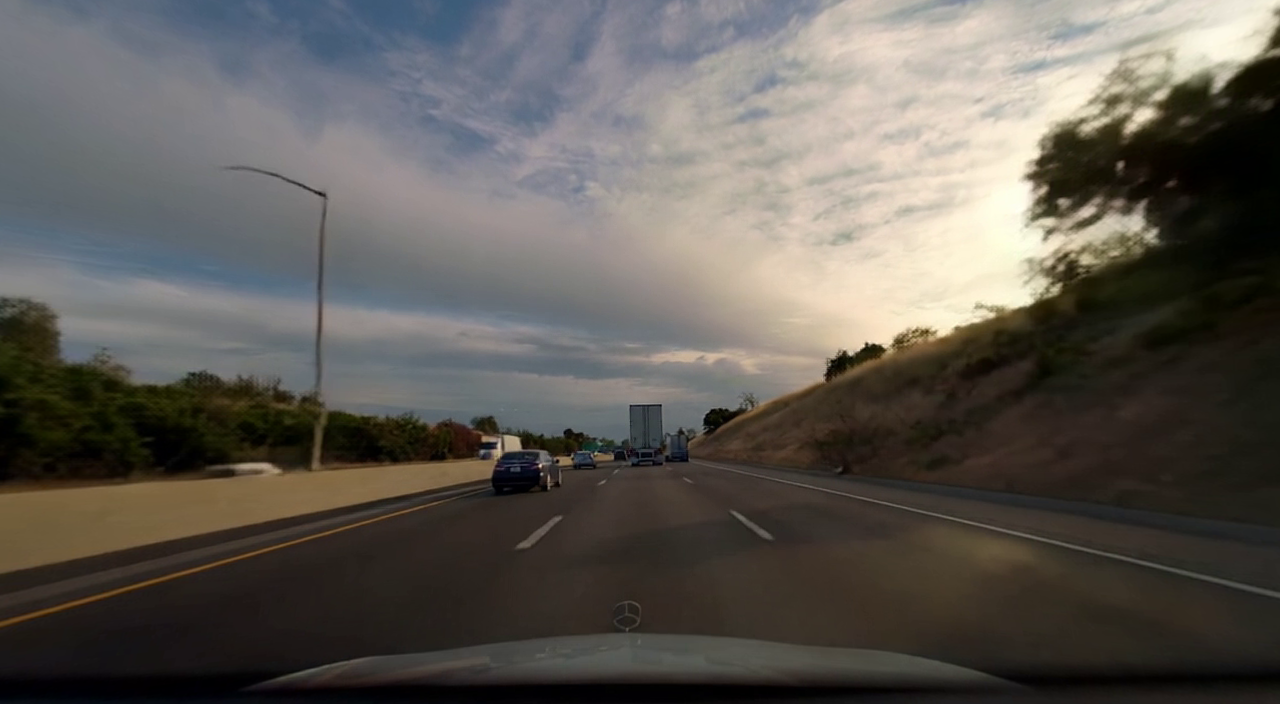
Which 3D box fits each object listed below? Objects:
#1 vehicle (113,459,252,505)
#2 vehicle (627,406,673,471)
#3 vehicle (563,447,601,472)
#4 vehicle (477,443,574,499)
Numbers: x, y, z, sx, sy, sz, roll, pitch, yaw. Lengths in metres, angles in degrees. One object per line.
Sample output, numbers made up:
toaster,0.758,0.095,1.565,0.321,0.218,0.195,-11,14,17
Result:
vehicle,-17.028,4.826,23.823,1.833,1.480,4.549,0,-9,0
vehicle,0.601,6.242,45.194,2.919,4.048,11.010,0,-9,0
vehicle,-3.712,6.949,41.042,2.051,1.537,4.111,0,-9,0
vehicle,-3.359,3.582,19.466,2.053,1.489,4.740,0,-9,1
